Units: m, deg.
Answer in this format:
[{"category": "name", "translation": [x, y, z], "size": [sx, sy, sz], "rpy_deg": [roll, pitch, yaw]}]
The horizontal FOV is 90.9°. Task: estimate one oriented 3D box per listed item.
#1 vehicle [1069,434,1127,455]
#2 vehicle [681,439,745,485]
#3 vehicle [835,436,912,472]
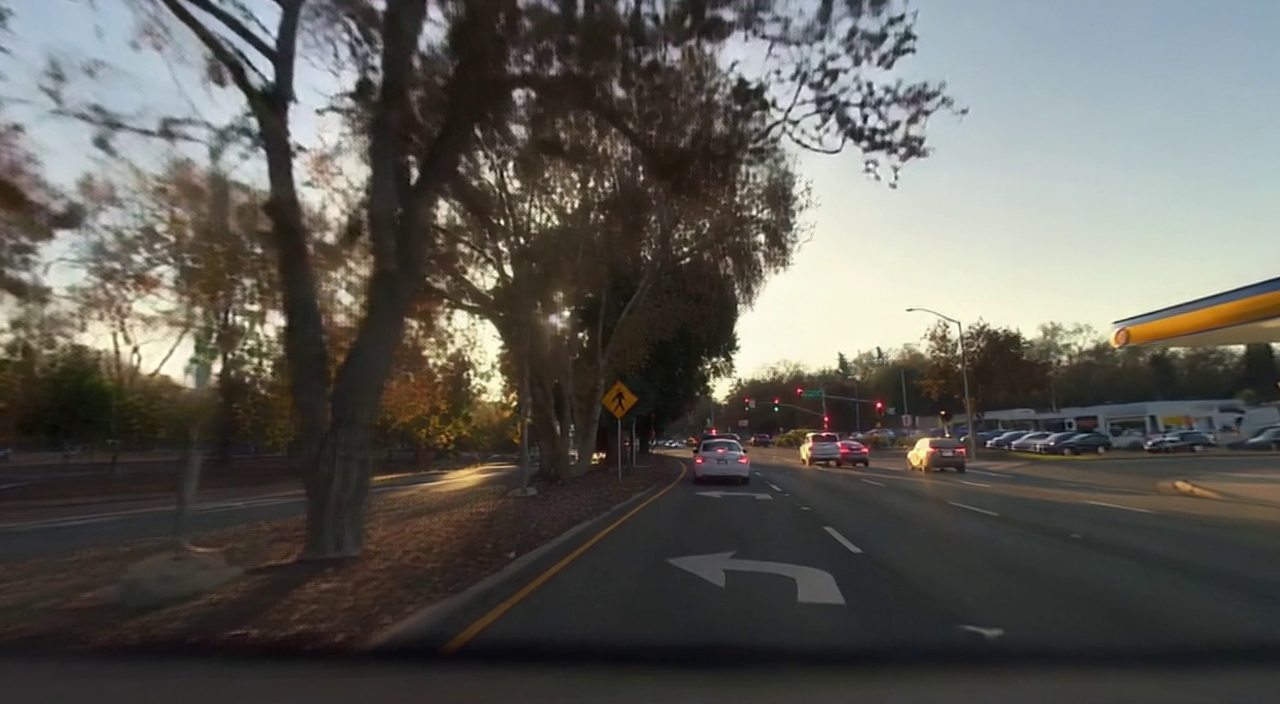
[{"category": "vehicle", "translation": [34.893, 7.082, 48.177], "size": [1.914, 1.563, 3.672], "rpy_deg": [-1, -9, 7]}, {"category": "vehicle", "translation": [2.586, 3.884, 22.509], "size": [2.032, 1.461, 4.173], "rpy_deg": [-1, -9, 6]}, {"category": "vehicle", "translation": [11.873, 5.216, 32.444], "size": [1.991, 1.695, 4.357], "rpy_deg": [1, -9, -4]}]
